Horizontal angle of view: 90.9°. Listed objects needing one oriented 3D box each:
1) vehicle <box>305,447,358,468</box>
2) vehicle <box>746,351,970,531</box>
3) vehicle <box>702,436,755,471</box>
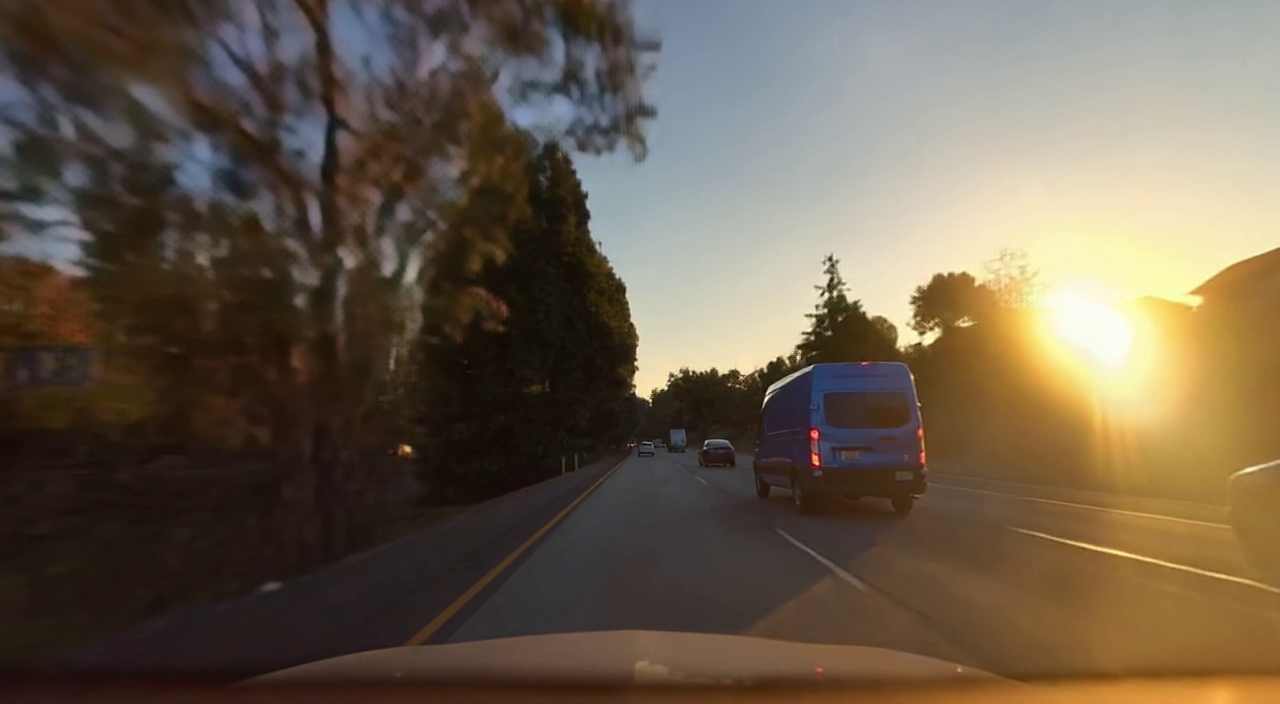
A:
[{"bbox_3d":[-23.673,8.063,48.538,1.899,1.508,4.073,0,-8,1],"label":"vehicle"},{"bbox_3d":[3.742,1.751,12.411,2.302,2.670,5.912,0,-8,1],"label":"vehicle"},{"bbox_3d":[4.463,5.196,32.357,2.034,1.651,4.342,0,-8,-1],"label":"vehicle"}]
